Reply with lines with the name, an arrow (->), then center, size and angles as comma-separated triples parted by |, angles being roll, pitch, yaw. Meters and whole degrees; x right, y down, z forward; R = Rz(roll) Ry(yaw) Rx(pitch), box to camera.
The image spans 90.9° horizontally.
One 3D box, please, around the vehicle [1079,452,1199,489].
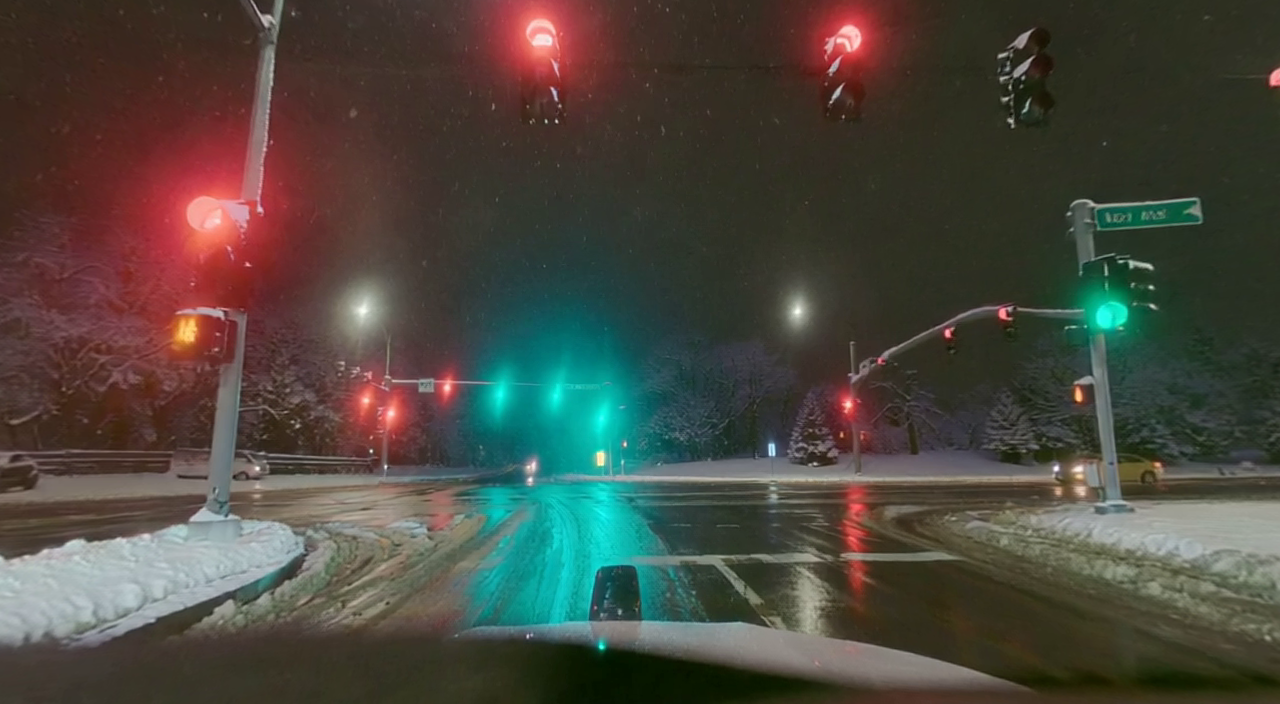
vehicle -> 23.038, 5.483, 29.167 | 3.998, 1.590, 1.936 | 1, -11, -6
